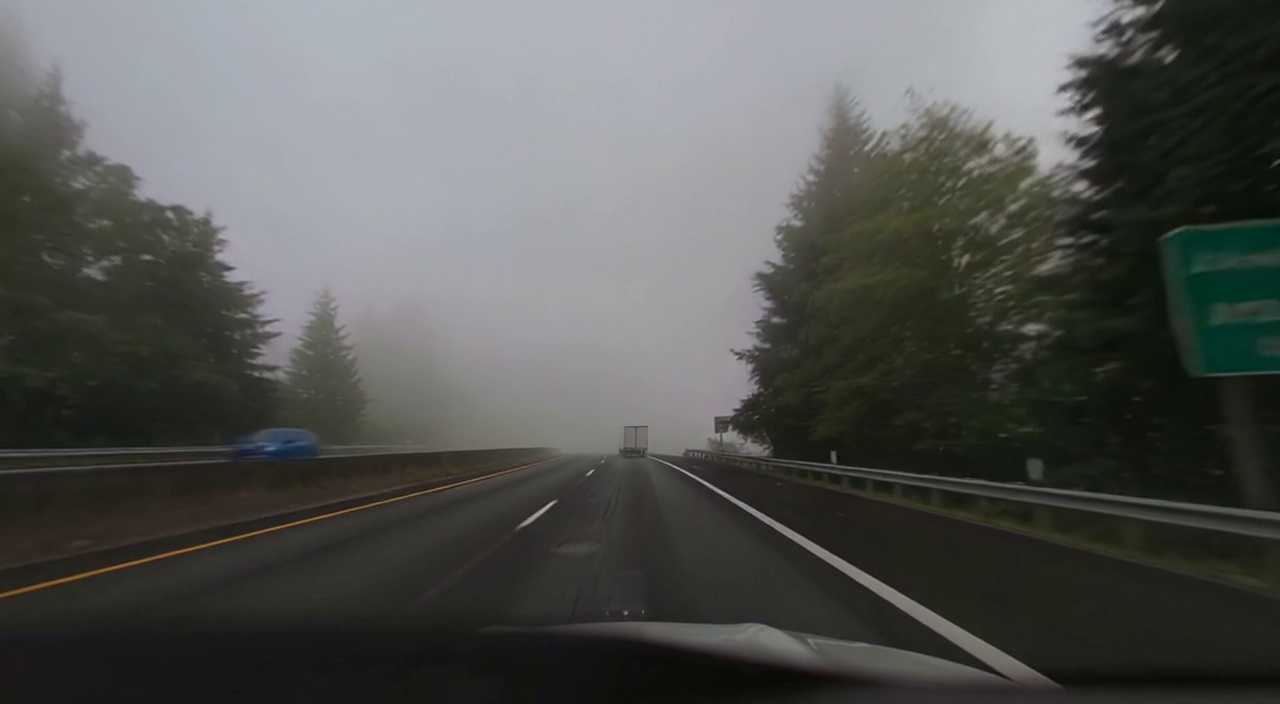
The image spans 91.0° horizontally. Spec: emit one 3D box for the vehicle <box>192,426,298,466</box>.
[{"bbox_3d":[-17.289,4.165,27.814,1.881,1.601,4.286,0,-8,0],"label":"vehicle"}]
